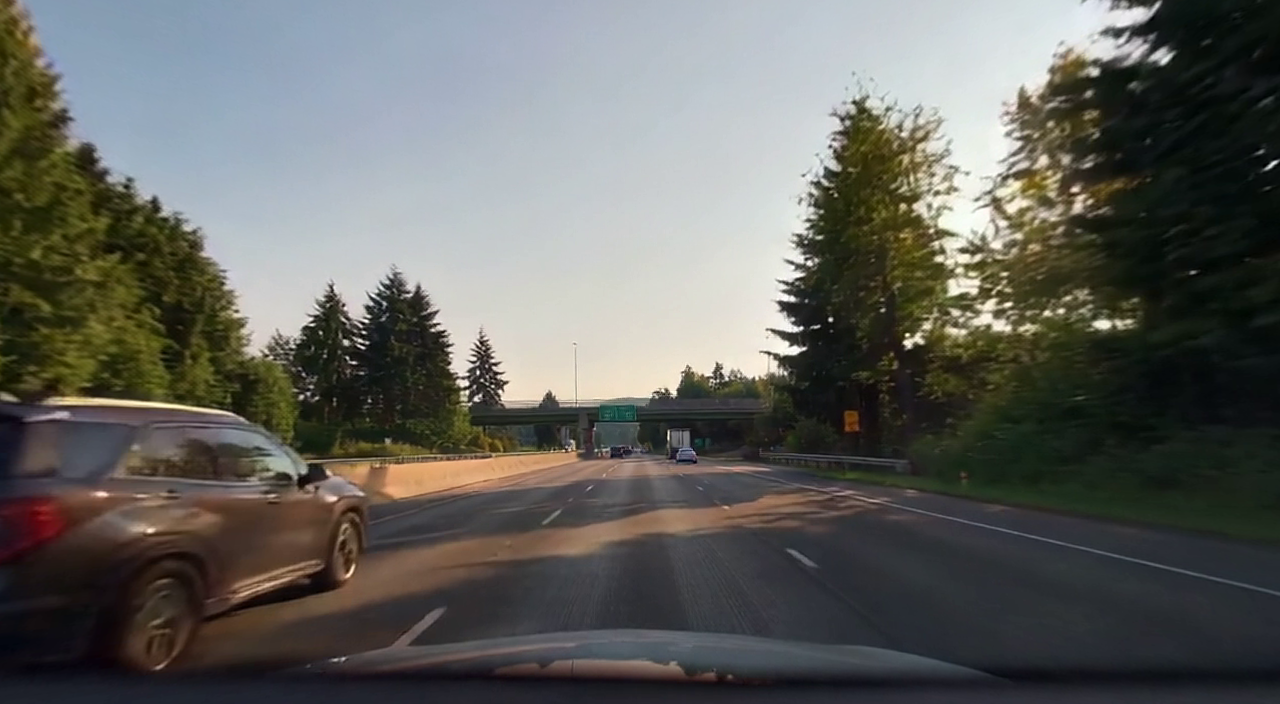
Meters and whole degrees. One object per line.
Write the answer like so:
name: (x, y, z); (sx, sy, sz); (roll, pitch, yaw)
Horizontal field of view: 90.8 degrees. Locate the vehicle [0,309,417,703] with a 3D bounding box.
vehicle: (-3.385, 1.029, 4.037); (2.238, 1.792, 4.518); (0, -9, 0)
